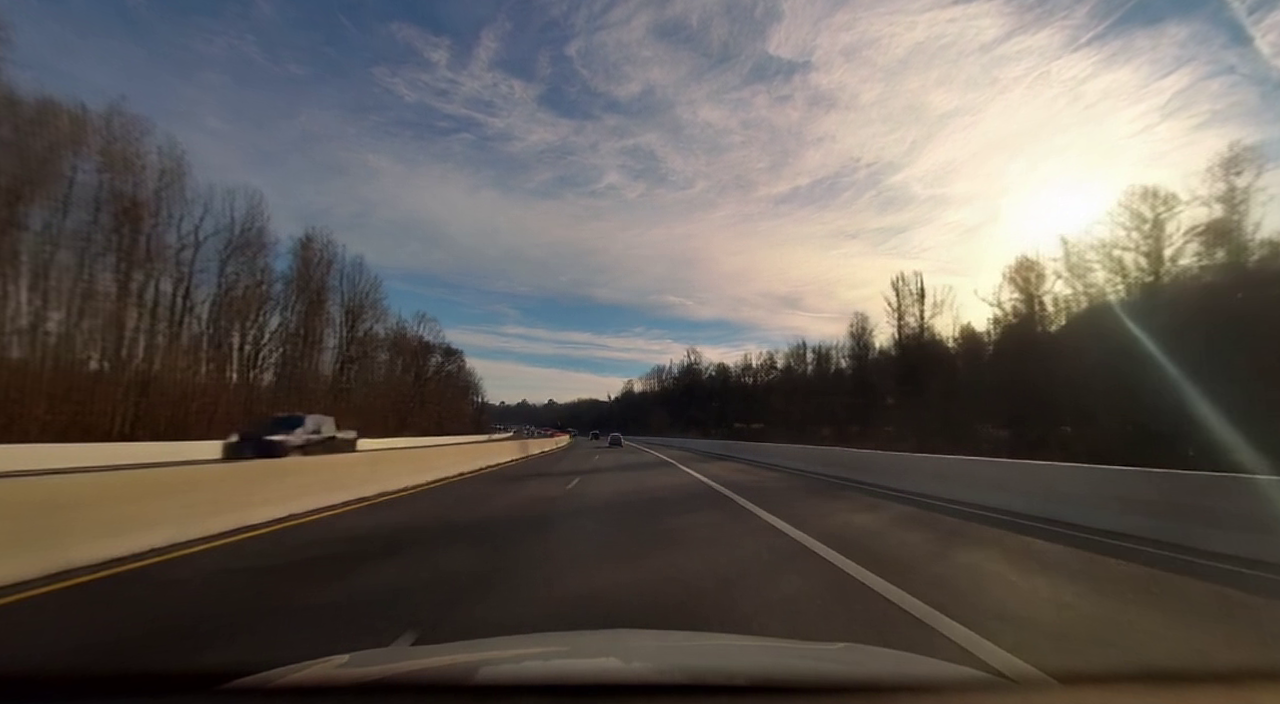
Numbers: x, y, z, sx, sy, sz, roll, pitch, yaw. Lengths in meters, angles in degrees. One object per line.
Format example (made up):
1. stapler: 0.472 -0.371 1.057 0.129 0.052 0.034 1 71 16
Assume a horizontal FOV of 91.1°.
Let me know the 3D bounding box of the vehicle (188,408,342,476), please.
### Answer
1. vehicle: -12.274 3.001 21.144 2.091 1.984 5.226 0 -8 -2
